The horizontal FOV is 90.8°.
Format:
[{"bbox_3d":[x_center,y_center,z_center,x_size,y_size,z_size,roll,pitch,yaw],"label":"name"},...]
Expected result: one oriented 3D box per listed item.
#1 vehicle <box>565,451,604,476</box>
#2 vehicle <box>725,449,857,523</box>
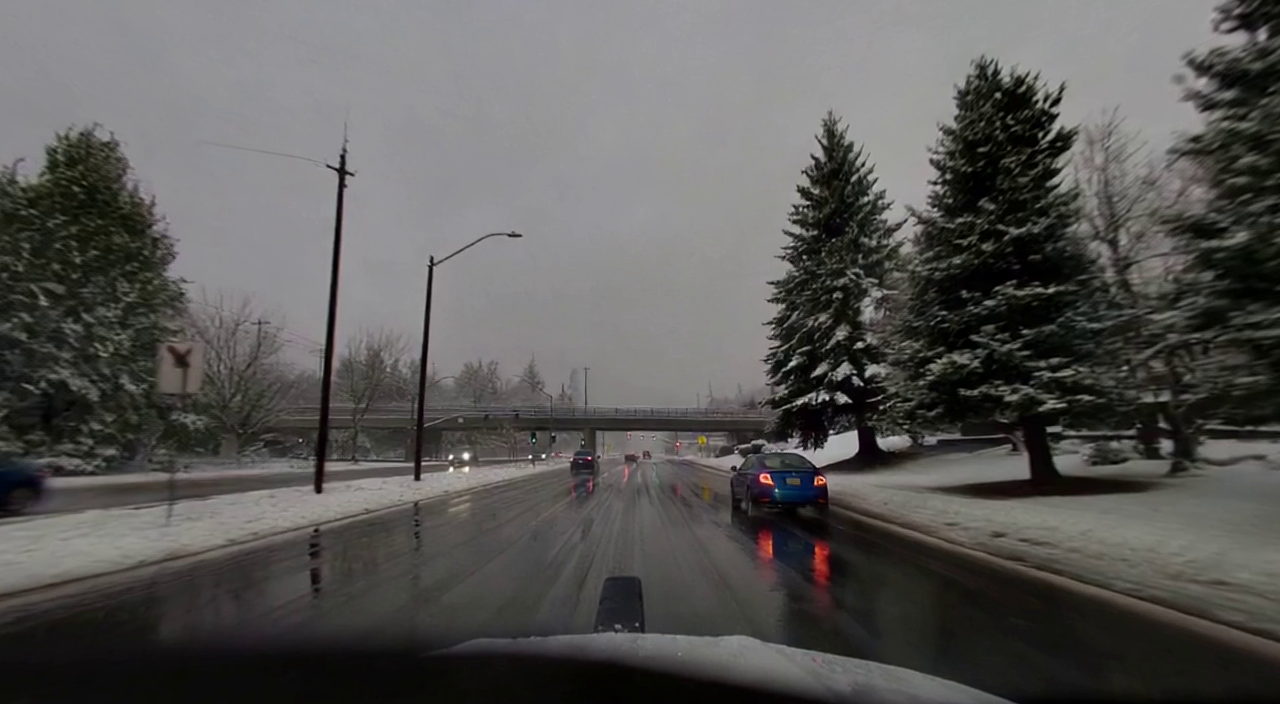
[{"bbox_3d":[-3.469,7.032,40.025,2.041,1.460,4.036,0,-8,1],"label":"vehicle"},{"bbox_3d":[3.437,3.119,15.335,2.068,1.497,4.247,0,-8,-1],"label":"vehicle"}]
